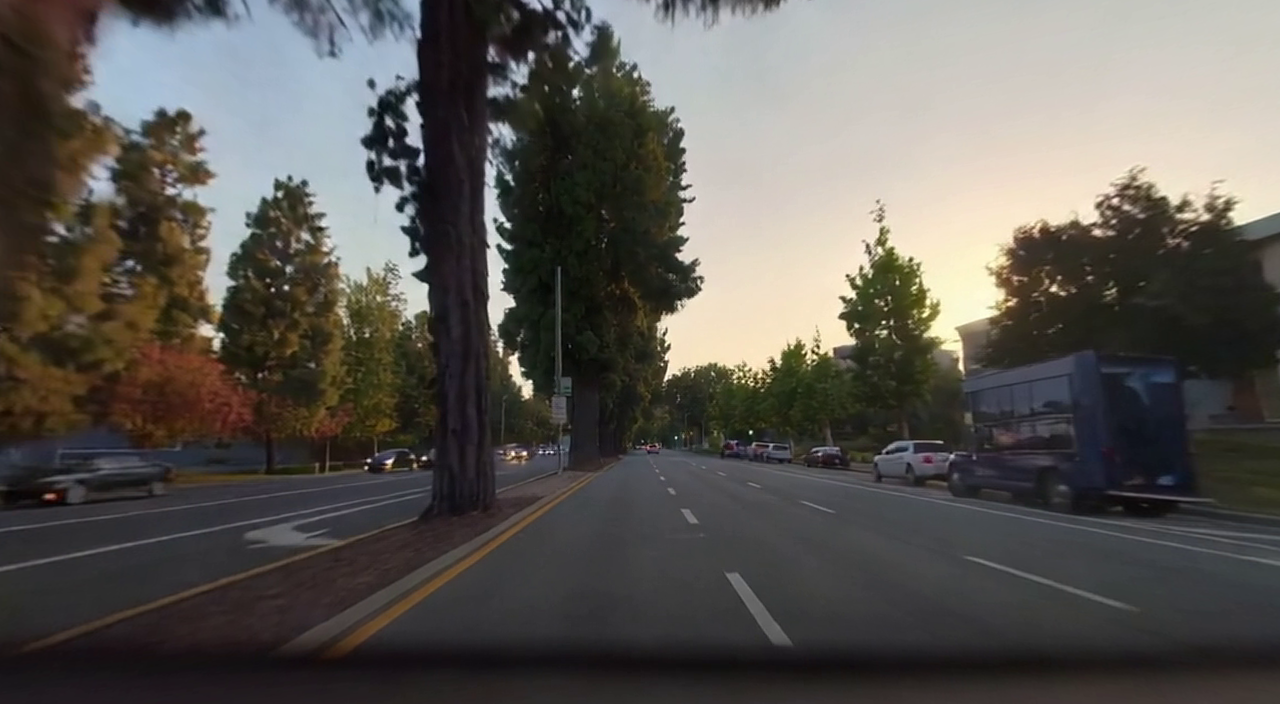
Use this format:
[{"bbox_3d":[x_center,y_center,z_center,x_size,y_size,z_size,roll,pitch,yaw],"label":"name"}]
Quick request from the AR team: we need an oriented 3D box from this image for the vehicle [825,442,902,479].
[{"bbox_3d":[10.226,4.989,29.305,1.808,1.551,4.450,0,-8,-2],"label":"vehicle"}]

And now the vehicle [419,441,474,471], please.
[{"bbox_3d":[-11.671,6.308,38.438,1.950,1.699,4.347,0,-8,0],"label":"vehicle"}]

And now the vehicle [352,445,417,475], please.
[{"bbox_3d":[-15.251,6.427,38.001,1.958,1.687,4.621,0,-8,0],"label":"vehicle"}]

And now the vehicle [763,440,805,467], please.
[{"bbox_3d":[10.152,7.165,44.883,1.960,1.817,4.463,0,-8,1],"label":"vehicle"}]

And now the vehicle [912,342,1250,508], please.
[{"bbox_3d":[9.680,1.881,15.427,2.670,3.016,7.732,0,-8,1],"label":"vehicle"}]

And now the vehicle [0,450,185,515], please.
[{"bbox_3d":[-15.314,3.481,17.473,2.011,1.496,4.650,0,-8,0],"label":"vehicle"}]
